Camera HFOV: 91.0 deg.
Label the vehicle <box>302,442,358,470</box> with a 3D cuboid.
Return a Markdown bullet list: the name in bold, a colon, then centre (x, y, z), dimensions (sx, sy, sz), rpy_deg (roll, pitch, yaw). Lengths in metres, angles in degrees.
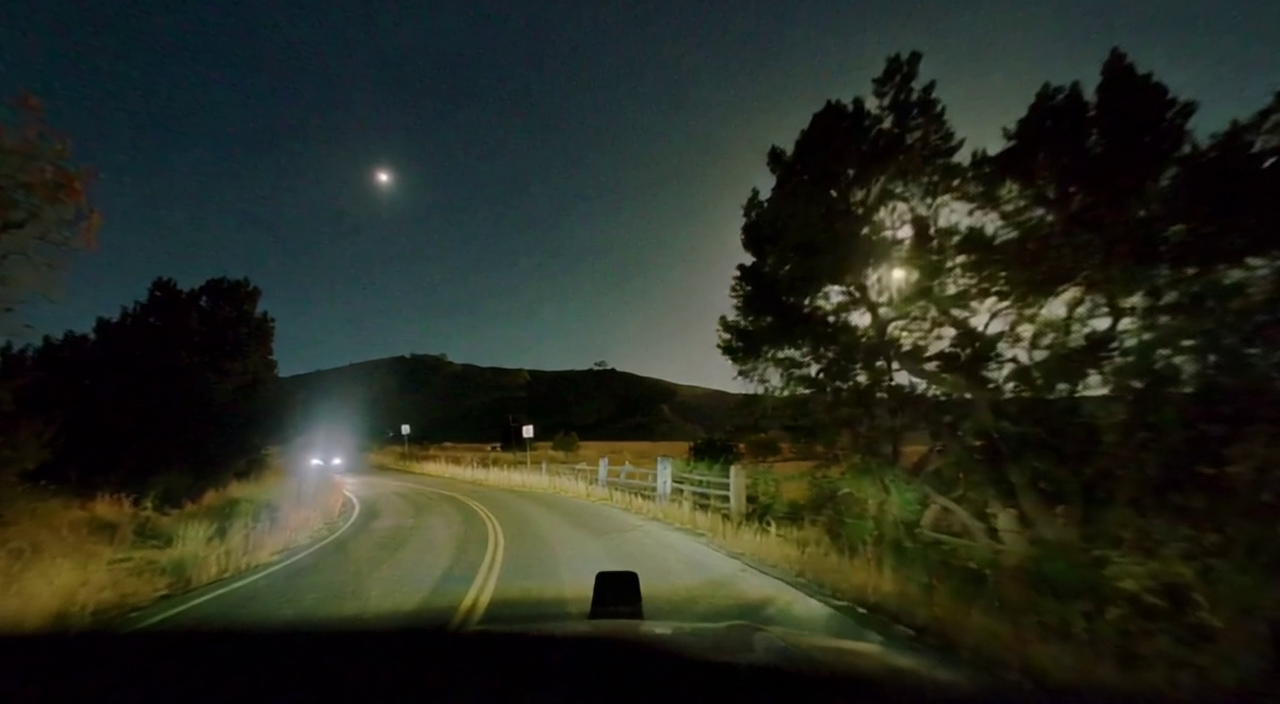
- **vehicle**: centre (-19.658, 6.546, 39.857), dimensions (2.075, 1.562, 4.241), rpy_deg (8, -11, -40)
